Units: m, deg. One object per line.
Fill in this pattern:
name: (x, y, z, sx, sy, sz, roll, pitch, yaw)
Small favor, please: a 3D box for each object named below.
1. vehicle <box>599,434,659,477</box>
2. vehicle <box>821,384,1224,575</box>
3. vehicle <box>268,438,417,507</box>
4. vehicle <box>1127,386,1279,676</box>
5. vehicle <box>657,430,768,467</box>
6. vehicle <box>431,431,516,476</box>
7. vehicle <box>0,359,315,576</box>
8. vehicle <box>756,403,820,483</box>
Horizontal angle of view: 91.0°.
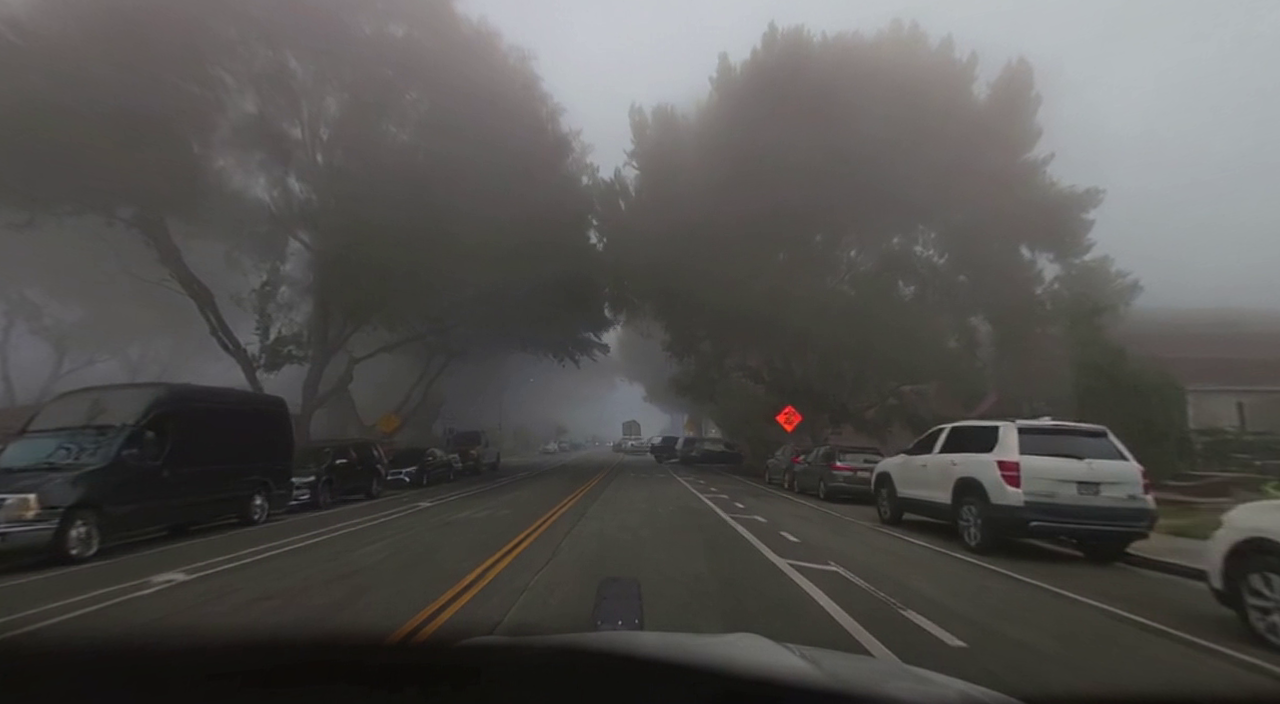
vehicle: (-0.349, 3.981, 24.413, 2.151, 1.481, 4.084, 0, -8, 1)
vehicle: (4.800, 1.747, 9.501, 2.279, 1.946, 5.925, 0, -8, -1)
vehicle: (-8.069, 3.280, 17.652, 2.036, 1.676, 4.440, 0, -8, -1)
vehicle: (4.941, 0.882, 2.473, 2.225, 1.715, 4.755, 0, -8, 0)
vehicle: (3.901, 5.236, 34.079, 5.503, 1.853, 2.218, -4, -9, 25)
vehicle: (-8.262, 5.129, 32.066, 2.659, 2.047, 6.014, 0, -8, 0)
vehicle: (-7.617, 1.707, 9.906, 2.526, 2.631, 4.228, 0, -8, 2)
vehicle: (5.171, 3.219, 22.294, 1.409, 2.648, 2.645, 0, -9, -4)
